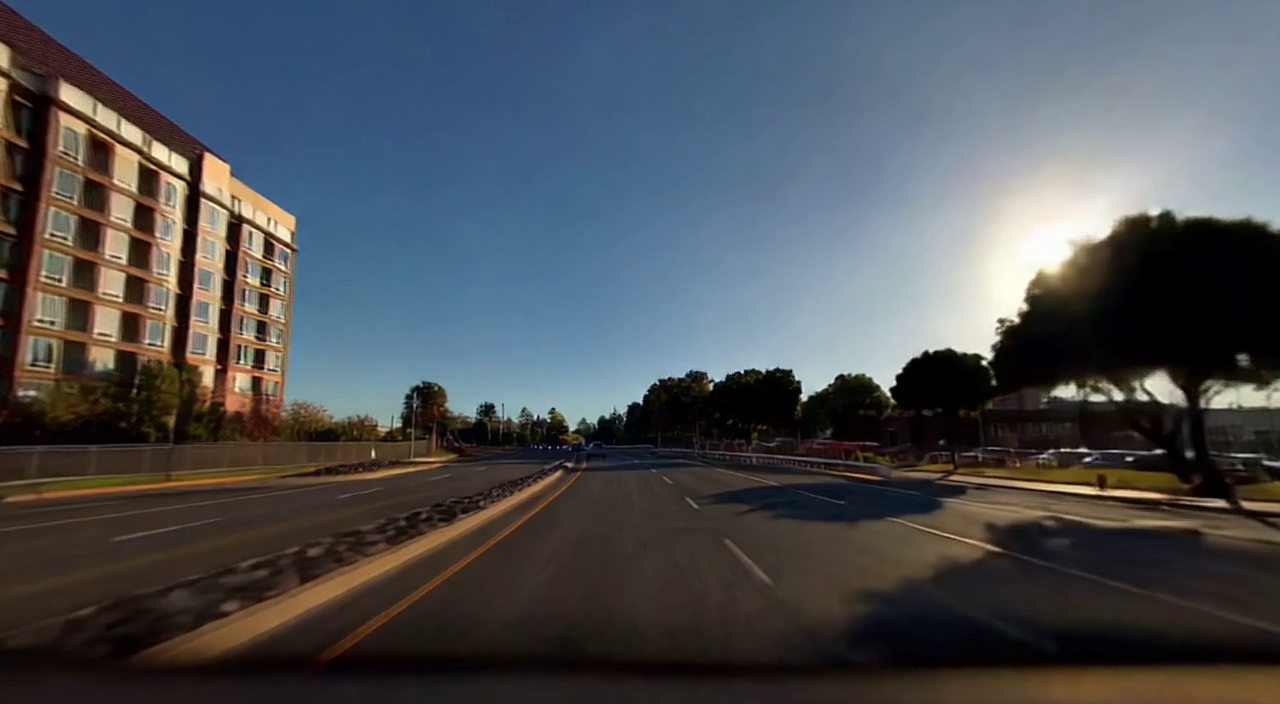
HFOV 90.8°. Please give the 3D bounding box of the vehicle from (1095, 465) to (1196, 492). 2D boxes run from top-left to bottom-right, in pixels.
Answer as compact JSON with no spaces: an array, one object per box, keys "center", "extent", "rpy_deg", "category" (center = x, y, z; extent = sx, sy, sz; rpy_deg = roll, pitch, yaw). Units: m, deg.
[{"center":[30.243,7.588,37.908],"extent":[4.349,1.499,1.867],"rpy_deg":[0,-9,1],"category":"vehicle"}]
